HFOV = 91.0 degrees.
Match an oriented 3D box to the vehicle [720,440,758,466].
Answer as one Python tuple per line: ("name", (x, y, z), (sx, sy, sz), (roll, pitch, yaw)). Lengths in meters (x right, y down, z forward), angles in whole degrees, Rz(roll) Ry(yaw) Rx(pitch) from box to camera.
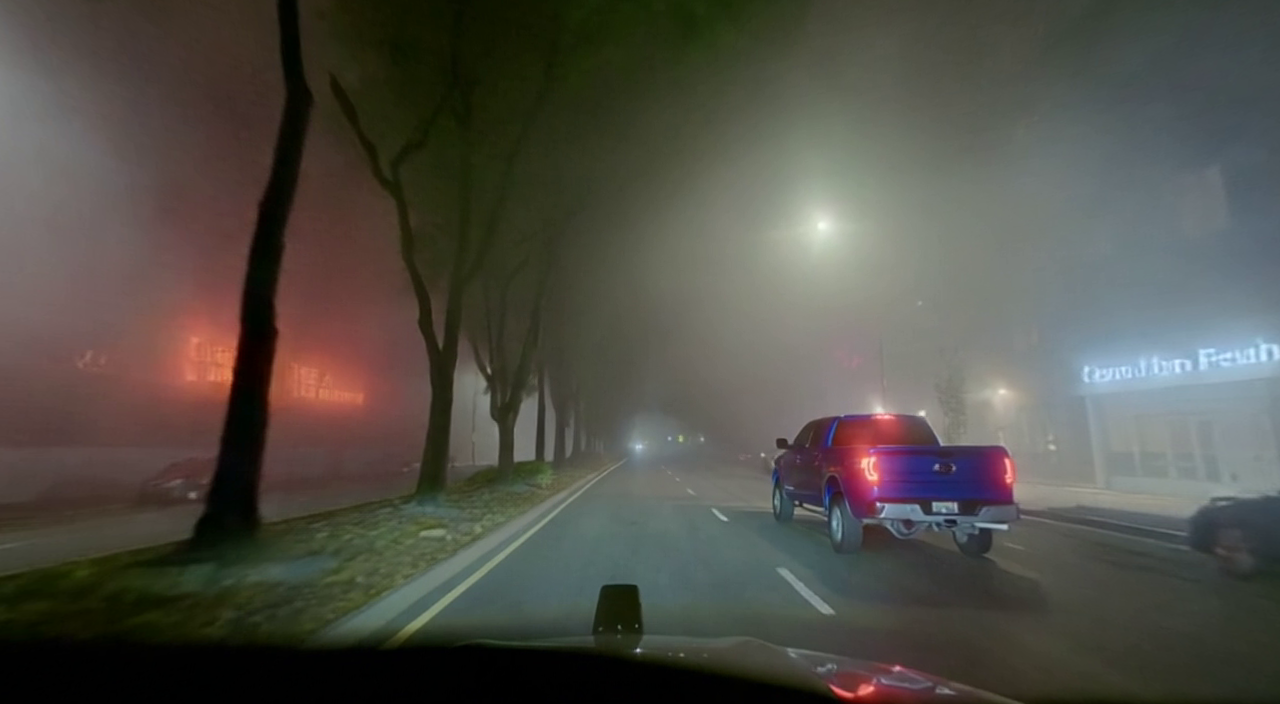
("vehicle", (7.431, 7.640, 47.825), (1.961, 1.840, 5.264), (0, -8, -1))

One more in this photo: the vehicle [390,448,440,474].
("vehicle", (-16.023, 7.771, 45.072), (1.919, 1.616, 4.723), (-2, -8, -1))

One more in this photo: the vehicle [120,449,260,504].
("vehicle", (-15.951, 4.376, 22.675), (1.913, 1.734, 4.357), (0, -8, -2))

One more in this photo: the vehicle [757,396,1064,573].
("vehicle", (3.325, 1.781, 9.312), (2.085, 1.828, 5.383), (0, -8, -1))

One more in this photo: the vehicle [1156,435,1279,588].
("vehicle", (7.561, 1.515, 5.597), (2.076, 1.536, 4.423), (1, -8, -2))
